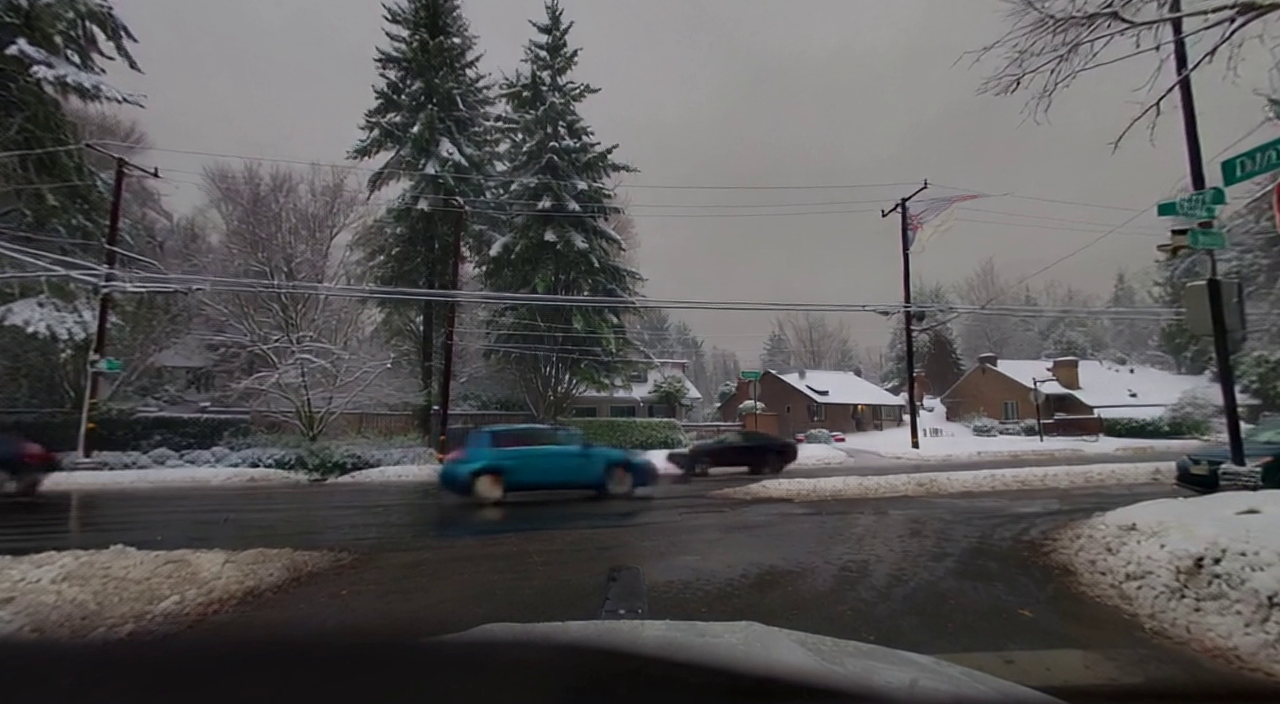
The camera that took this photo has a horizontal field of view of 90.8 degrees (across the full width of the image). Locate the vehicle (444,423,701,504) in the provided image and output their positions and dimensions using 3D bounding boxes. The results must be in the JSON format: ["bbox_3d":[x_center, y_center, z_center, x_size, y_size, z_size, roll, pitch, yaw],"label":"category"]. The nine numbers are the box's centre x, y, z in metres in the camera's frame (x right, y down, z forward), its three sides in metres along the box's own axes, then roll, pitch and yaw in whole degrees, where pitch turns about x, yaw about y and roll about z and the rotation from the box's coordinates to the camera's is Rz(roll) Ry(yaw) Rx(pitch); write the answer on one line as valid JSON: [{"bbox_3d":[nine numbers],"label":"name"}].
[{"bbox_3d":[-1.403,2.274,13.225,4.990,1.454,1.875,3,-9,-20],"label":"vehicle"}]

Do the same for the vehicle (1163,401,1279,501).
[{"bbox_3d":[12.797,1.859,11.955,4.208,1.685,2.014,1,-9,-8],"label":"vehicle"}]

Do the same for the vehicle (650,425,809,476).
[{"bbox_3d":[2.784,3.086,19.933,4.548,1.469,1.864,2,-9,-17],"label":"vehicle"}]
